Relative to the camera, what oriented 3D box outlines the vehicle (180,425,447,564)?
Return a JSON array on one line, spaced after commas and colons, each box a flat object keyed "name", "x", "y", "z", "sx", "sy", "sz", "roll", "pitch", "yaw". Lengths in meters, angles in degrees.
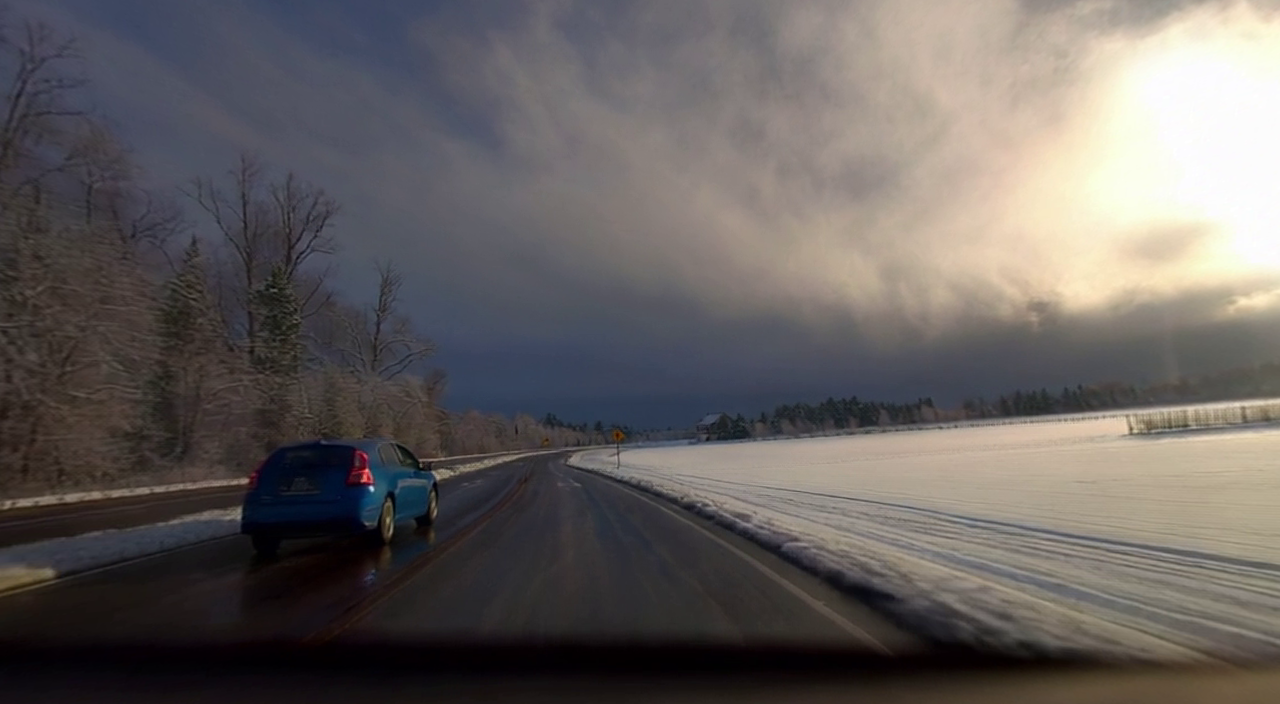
[{"name": "vehicle", "x": -4.477, "y": 2.006, "z": 9.523, "sx": 2.078, "sy": 1.607, "sz": 3.959, "roll": 0, "pitch": -9, "yaw": -4}]
